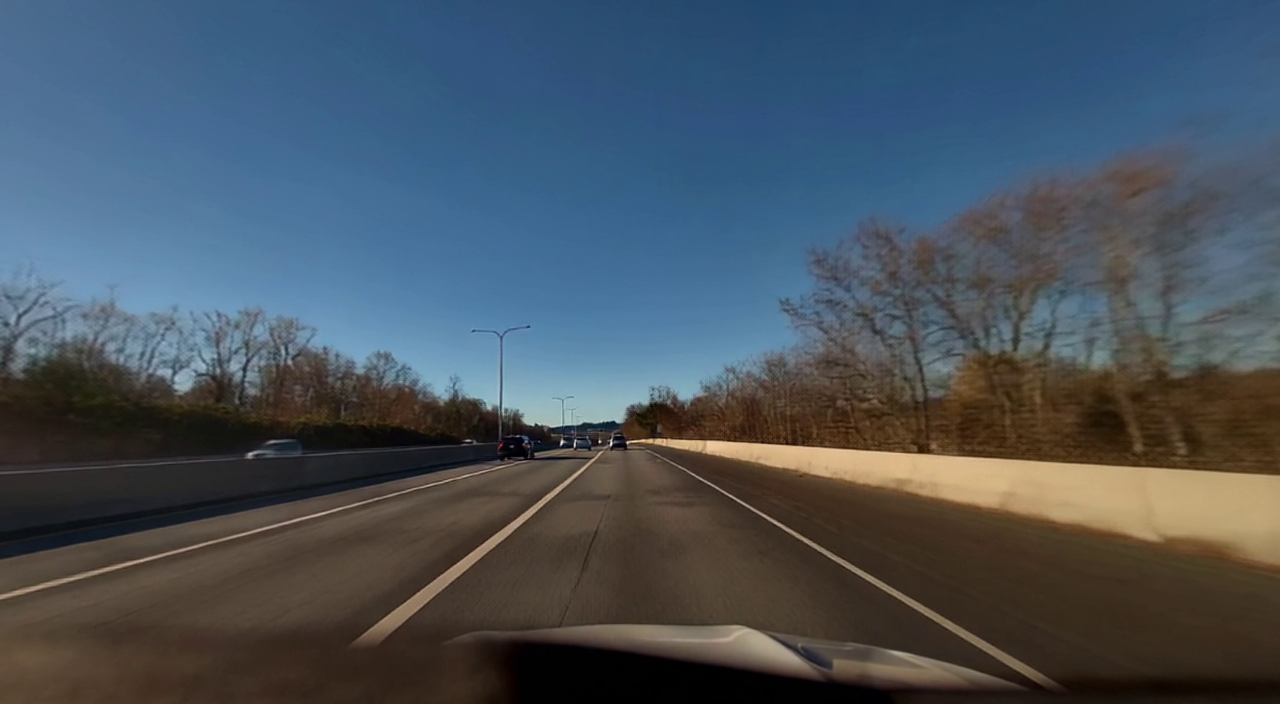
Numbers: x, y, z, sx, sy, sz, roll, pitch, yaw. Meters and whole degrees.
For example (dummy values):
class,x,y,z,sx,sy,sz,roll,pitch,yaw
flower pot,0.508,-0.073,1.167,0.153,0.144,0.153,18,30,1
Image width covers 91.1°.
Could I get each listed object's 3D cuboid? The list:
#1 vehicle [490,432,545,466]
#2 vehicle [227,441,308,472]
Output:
class,x,y,z,sx,sy,sz,roll,pitch,yaw
vehicle,-5.841,4.654,30.439,1.988,1.505,4.044,0,-8,-2
vehicle,-19.716,5.531,33.514,1.830,1.500,4.153,0,-8,-1
